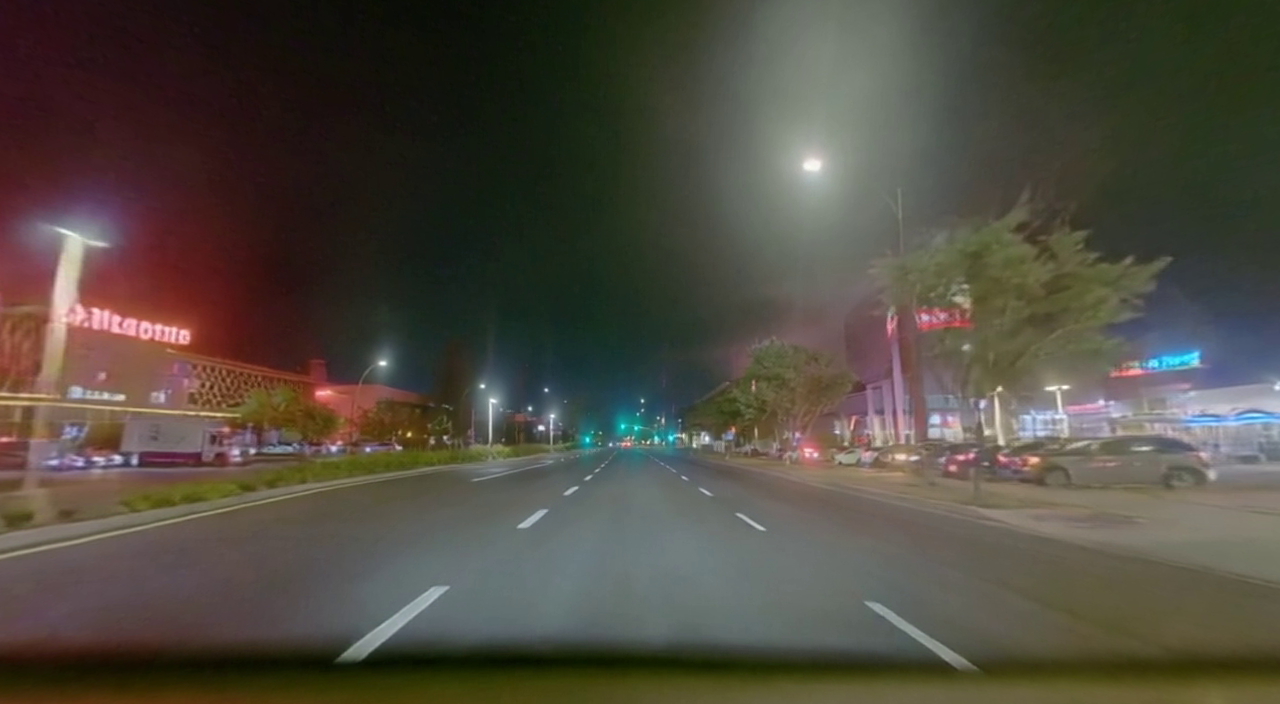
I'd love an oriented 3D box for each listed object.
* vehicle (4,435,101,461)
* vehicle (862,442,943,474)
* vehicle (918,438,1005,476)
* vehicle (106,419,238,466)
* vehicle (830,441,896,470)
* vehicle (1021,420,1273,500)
[{"bbox_3d":[-42.204,6.882,45.466,4.838,1.781,1.986,1,-8,-3],"label":"vehicle"},{"bbox_3d":[12.973,5.242,31.486,1.865,1.434,4.373,1,-8,-5],"label":"vehicle"},{"bbox_3d":[15.712,5.128,31.155,1.893,1.727,4.285,0,-8,-2],"label":"vehicle"},{"bbox_3d":[-31.324,6.065,42.500,6.892,2.879,2.222,-1,-8,-3],"label":"vehicle"},{"bbox_3d":[12.717,5.948,36.407,1.928,1.465,4.874,-2,-9,-1],"label":"vehicle"},{"bbox_3d":[14.872,3.217,19.229,2.189,1.951,5.828,0,-9,-9],"label":"vehicle"}]
